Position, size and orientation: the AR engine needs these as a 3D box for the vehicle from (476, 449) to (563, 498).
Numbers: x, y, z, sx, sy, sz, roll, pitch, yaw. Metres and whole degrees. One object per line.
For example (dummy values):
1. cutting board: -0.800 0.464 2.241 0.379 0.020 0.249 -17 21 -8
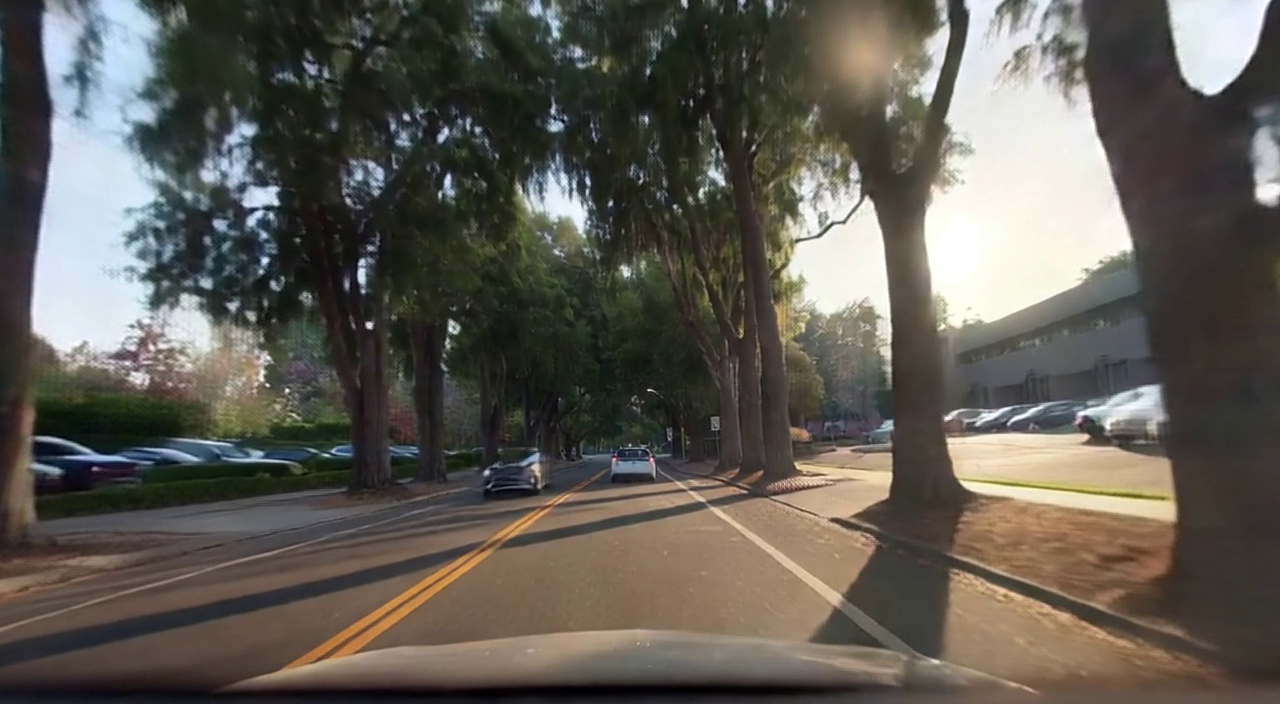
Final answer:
1. vehicle: -3.975 4.073 21.696 2.028 1.464 4.602 -1 -9 1

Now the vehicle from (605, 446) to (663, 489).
1. vehicle: -0.255 4.670 25.903 2.152 1.574 4.223 -1 -9 -1
